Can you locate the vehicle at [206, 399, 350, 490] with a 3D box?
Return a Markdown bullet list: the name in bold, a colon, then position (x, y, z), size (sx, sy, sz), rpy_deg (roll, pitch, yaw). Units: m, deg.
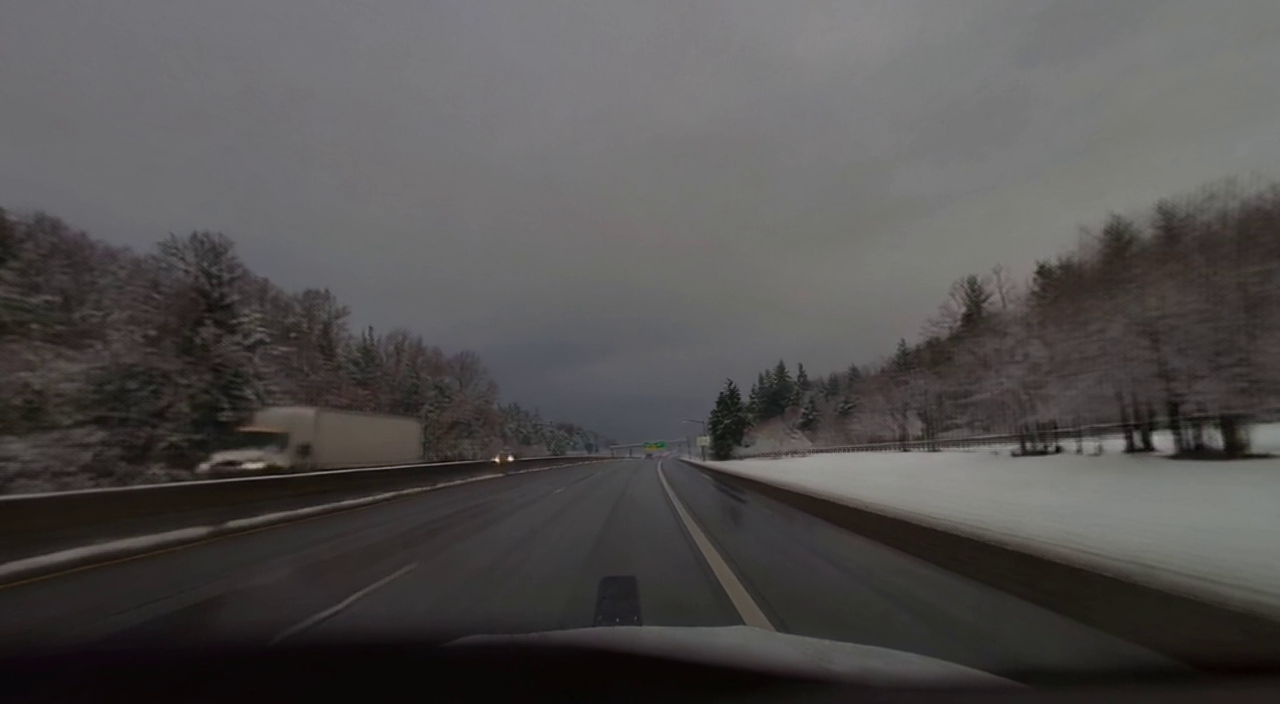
- **vehicle**: position (-18.018, 4.715, 31.884), size (3.013, 4.047, 6.923), rpy_deg (0, -9, 0)
